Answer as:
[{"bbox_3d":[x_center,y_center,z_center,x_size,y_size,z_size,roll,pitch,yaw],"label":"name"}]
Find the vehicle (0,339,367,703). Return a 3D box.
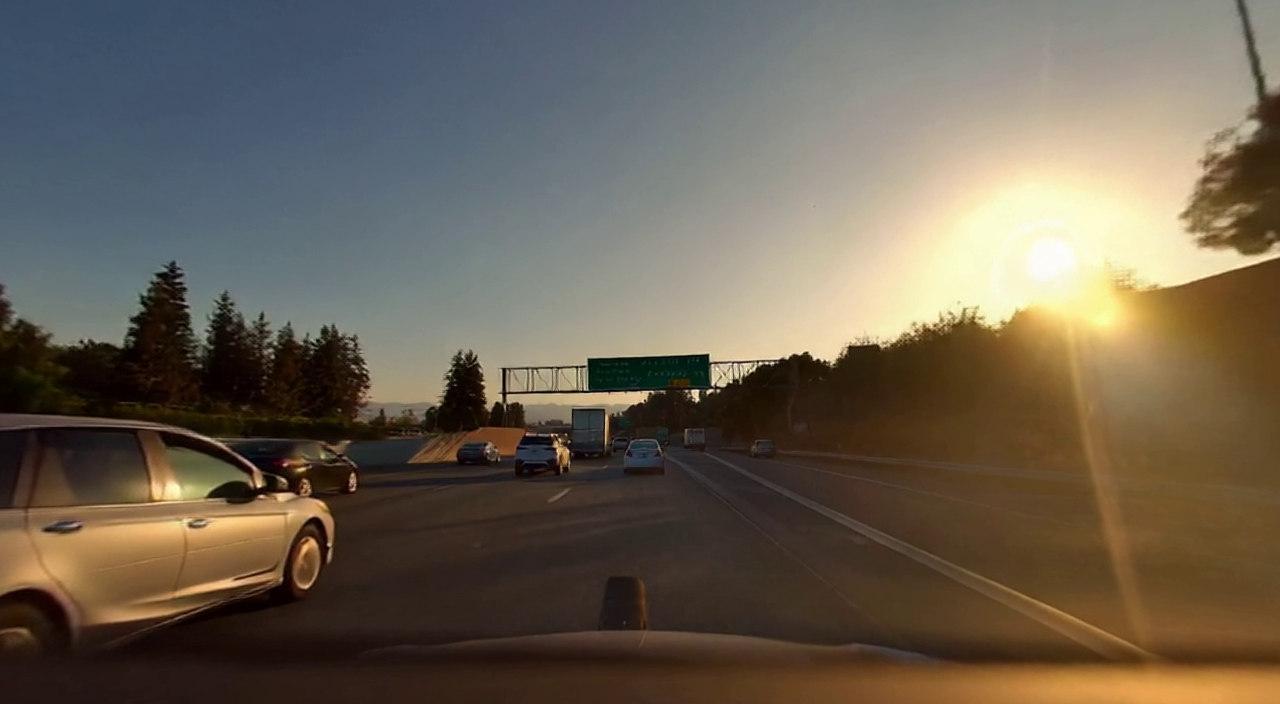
[{"bbox_3d":[-3.472,0.944,3.197,2.209,1.711,4.296,0,-8,0],"label":"vehicle"}]

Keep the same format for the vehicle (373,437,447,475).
[{"bbox_3d":[-10.894,4.958,30.229,1.894,1.669,4.251,0,-8,0],"label":"vehicle"}]

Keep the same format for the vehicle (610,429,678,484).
[{"bbox_3d":[0.141,3.619,22.030,2.180,1.716,3.920,0,-8,0],"label":"vehicle"}]

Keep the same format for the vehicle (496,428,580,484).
[{"bbox_3d":[-3.517,3.695,22.654,2.125,1.792,4.466,0,-8,2],"label":"vehicle"}]

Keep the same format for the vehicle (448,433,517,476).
[{"bbox_3d":[-7.005,4.623,28.566,1.998,1.770,4.222,0,-8,0],"label":"vehicle"}]
